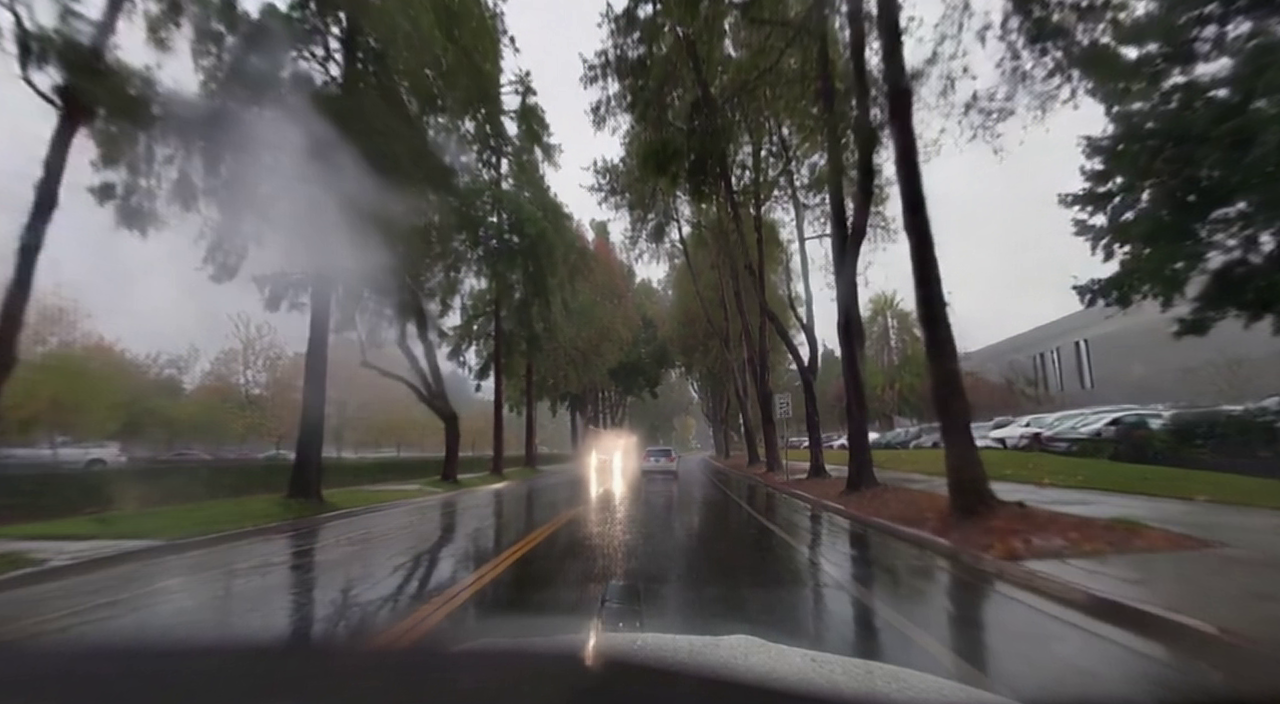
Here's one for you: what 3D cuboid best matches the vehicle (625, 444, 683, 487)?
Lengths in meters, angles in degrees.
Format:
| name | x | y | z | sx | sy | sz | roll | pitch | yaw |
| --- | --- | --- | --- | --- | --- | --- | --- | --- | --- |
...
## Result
| name | x | y | z | sx | sy | sz | roll | pitch | yaw |
| --- | --- | --- | --- | --- | --- | --- | --- | --- | --- |
| vehicle | 0.660 | 4.587 | 25.850 | 2.152 | 1.574 | 4.223 | -1 | -8 | 4 |

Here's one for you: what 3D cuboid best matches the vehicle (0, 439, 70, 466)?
| name | x | y | z | sx | sy | sz | roll | pitch | yaw |
| --- | --- | --- | --- | --- | --- | --- | --- | --- | --- |
| vehicle | -45.522 | 7.306 | 45.823 | 2.560 | 1.858 | 5.752 | -4 | -9 | 7 |

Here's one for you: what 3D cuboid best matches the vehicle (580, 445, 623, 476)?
| name | x | y | z | sx | sy | sz | roll | pitch | yaw |
| --- | --- | --- | --- | --- | --- | --- | --- | --- | --- |
| vehicle | -2.267 | 6.523 | 38.242 | 2.078 | 1.720 | 3.822 | -1 | -8 | 4 |
